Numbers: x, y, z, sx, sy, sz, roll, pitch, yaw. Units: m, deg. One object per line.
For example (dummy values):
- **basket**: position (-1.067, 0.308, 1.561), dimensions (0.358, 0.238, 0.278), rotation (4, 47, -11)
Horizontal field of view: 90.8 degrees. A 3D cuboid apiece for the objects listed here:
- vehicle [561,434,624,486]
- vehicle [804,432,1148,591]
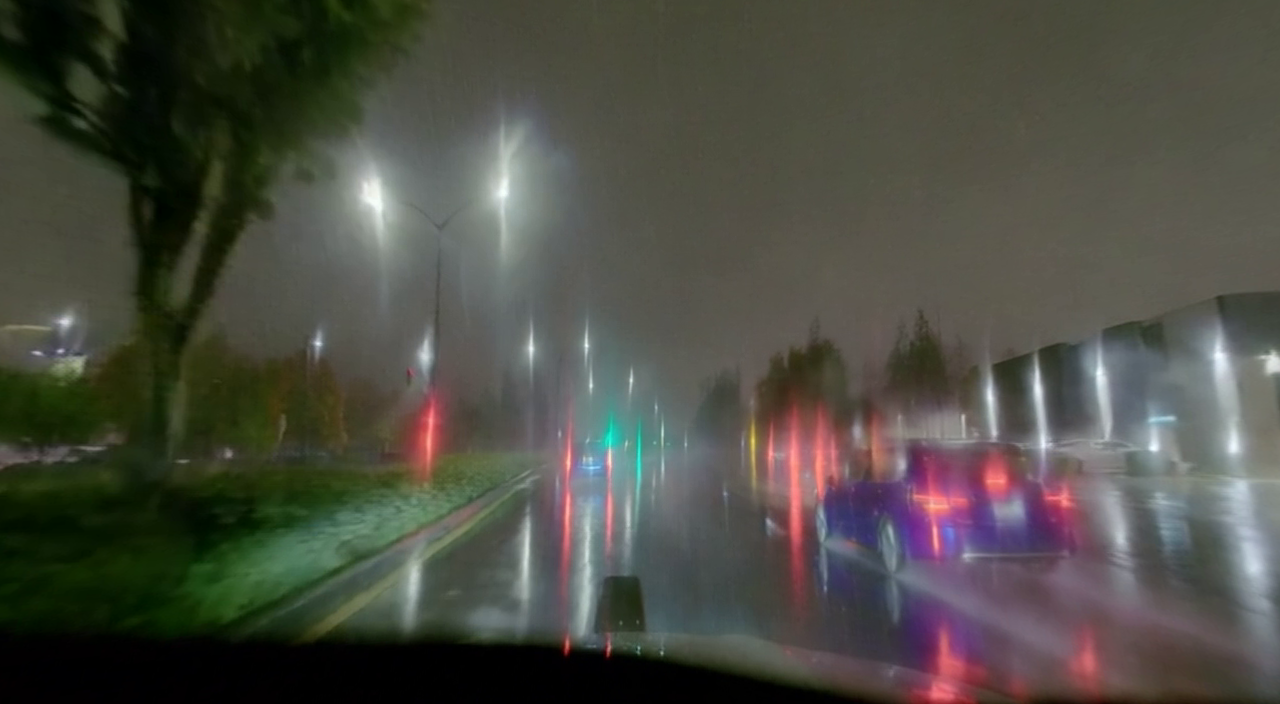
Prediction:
- **vehicle**: position (-1.744, 3.921, 23.210), dimensions (2.085, 1.693, 4.301), rotation (0, -8, -4)
- **vehicle**: position (3.627, 1.774, 7.968), dimensions (1.918, 1.418, 4.360), rotation (0, -8, 0)
